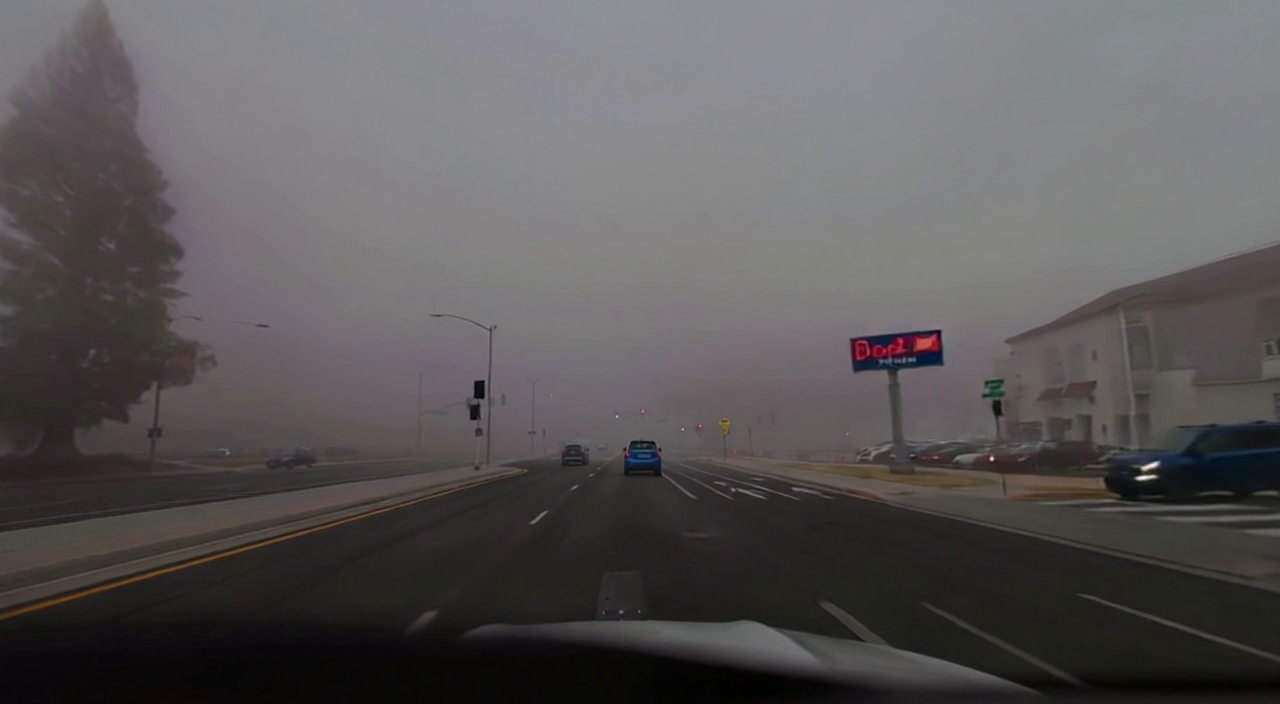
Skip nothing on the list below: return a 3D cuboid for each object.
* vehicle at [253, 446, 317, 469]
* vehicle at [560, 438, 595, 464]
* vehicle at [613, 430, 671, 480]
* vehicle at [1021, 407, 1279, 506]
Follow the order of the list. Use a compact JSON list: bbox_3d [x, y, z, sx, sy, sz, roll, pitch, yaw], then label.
[{"bbox_3d":[-26.405,7.868,47.185,2.031,1.622,4.722,0,-9,1],"label":"vehicle"},{"bbox_3d":[-4.558,7.297,46.669,2.202,1.856,4.516,0,-9,-1],"label":"vehicle"},{"bbox_3d":[0.026,4.382,27.172,2.273,1.909,5.075,0,-9,-1],"label":"vehicle"},{"bbox_3d":[11.385,2.141,13.072,5.506,1.850,2.156,0,-9,1],"label":"vehicle"}]
